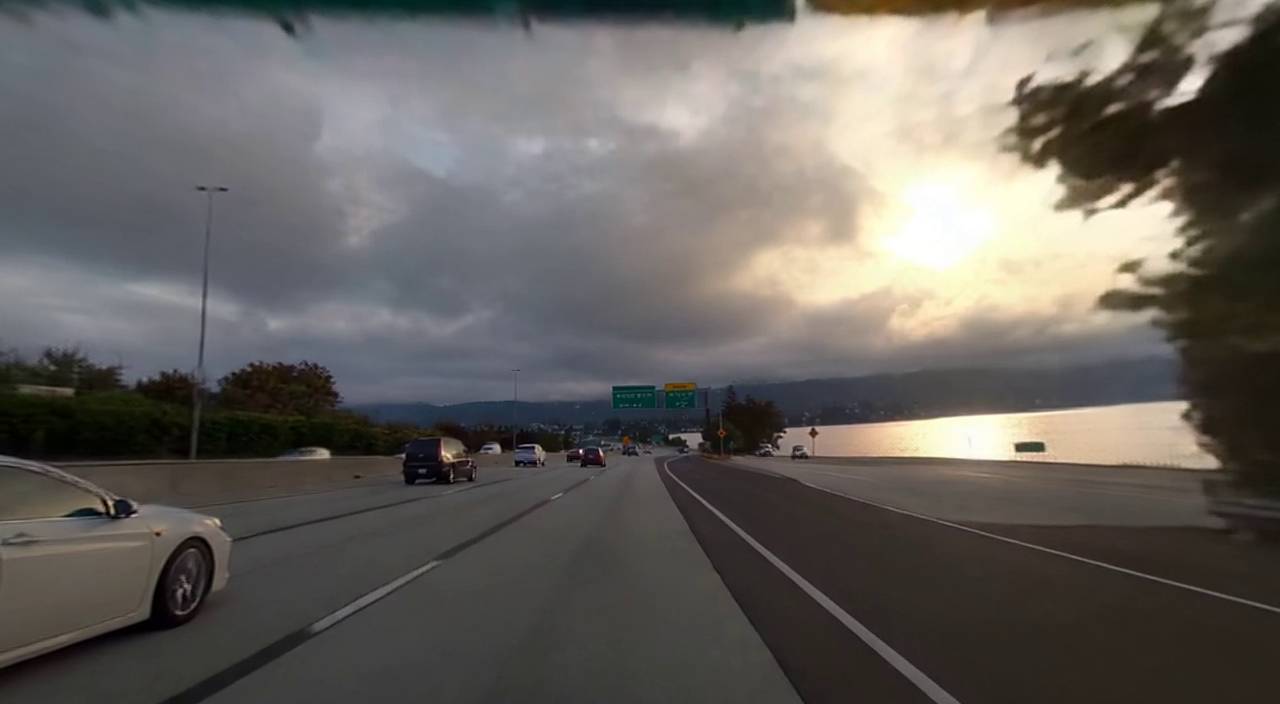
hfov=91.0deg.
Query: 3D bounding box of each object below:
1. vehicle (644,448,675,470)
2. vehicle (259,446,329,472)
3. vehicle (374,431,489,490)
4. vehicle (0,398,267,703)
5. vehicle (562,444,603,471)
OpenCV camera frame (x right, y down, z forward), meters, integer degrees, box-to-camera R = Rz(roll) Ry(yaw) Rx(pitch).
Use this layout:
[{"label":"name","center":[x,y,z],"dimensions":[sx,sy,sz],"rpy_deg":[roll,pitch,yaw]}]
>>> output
[{"label":"vehicle","center":[1.408,7.750,45.791],"dimensions":[2.153,1.510,4.646],"rpy_deg":[0,-8,2]},{"label":"vehicle","center":[-20.375,6.297,37.272],"dimensions":[1.852,1.477,3.924],"rpy_deg":[0,-8,1]},{"label":"vehicle","center":[-7.508,3.968,23.446],"dimensions":[2.250,1.870,5.647],"rpy_deg":[0,-8,1]},{"label":"vehicle","center":[-4.180,0.983,2.956],"dimensions":[2.027,1.547,4.511],"rpy_deg":[0,-8,1]},{"label":"vehicle","center":[-3.764,7.011,42.026],"dimensions":[2.132,1.708,4.571],"rpy_deg":[0,-8,1]}]
